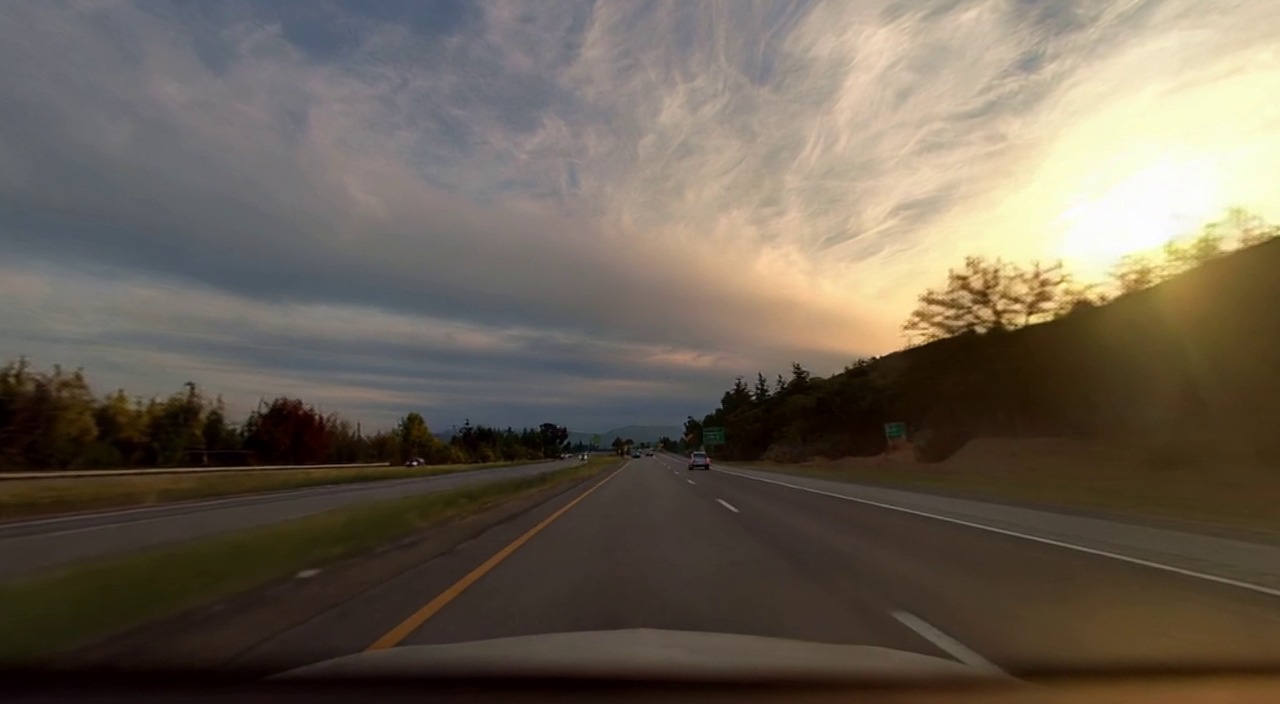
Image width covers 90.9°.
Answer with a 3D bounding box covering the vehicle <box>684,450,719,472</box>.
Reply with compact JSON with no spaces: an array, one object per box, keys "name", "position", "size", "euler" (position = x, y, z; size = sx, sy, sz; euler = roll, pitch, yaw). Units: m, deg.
[{"name":"vehicle","position":[4.252,7.639,44.406],"size":[1.984,1.481,4.376],"euler":[0,-9,0]}]
